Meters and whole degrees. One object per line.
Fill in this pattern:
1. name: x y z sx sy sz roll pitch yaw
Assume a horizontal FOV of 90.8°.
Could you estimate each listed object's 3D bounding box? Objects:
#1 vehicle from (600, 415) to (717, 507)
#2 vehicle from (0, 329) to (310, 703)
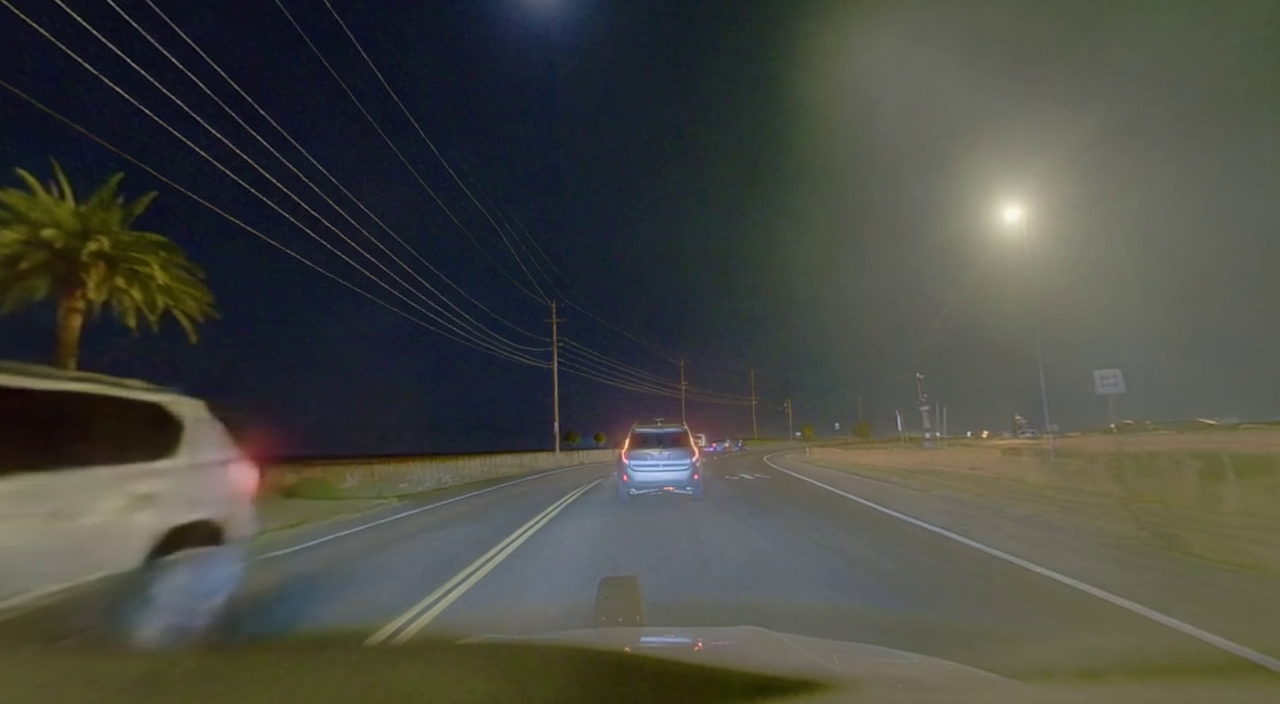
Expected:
1. vehicle: 0.402 2.564 15.232 2.364 1.859 4.538 0 -8 1
2. vehicle: -3.740 0.774 2.009 2.237 1.878 5.739 0 -8 0
